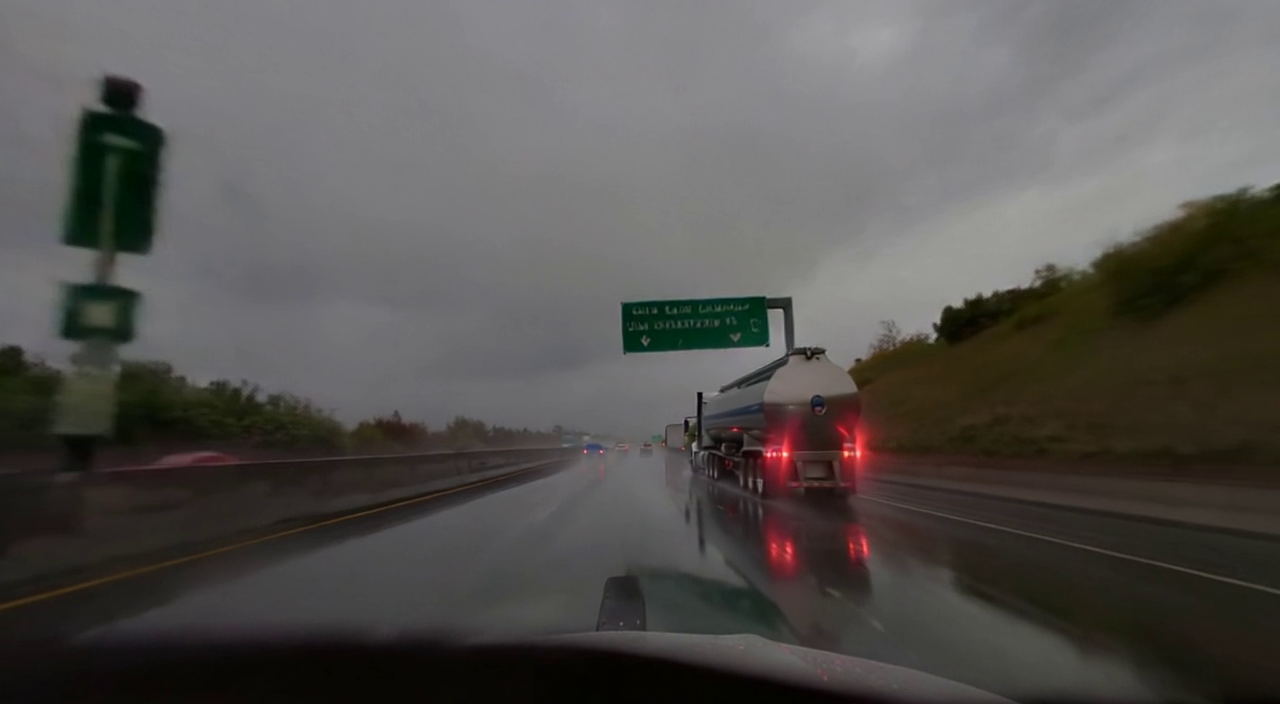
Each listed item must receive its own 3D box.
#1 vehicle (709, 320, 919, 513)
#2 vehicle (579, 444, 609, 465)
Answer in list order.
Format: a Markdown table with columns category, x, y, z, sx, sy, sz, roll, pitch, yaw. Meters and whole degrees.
| category | x | y | z | sx | sy | sz | roll | pitch | yaw |
| --- | --- | --- | --- | --- | --- | --- | --- | --- | --- |
| vehicle | 3.863 | 1.946 | 17.056 | 2.759 | 3.734 | 9.708 | 0 | -9 | -1 |
| vehicle | -3.440 | 7.755 | 47.926 | 1.986 | 1.458 | 4.506 | 0 | -9 | 0 |
